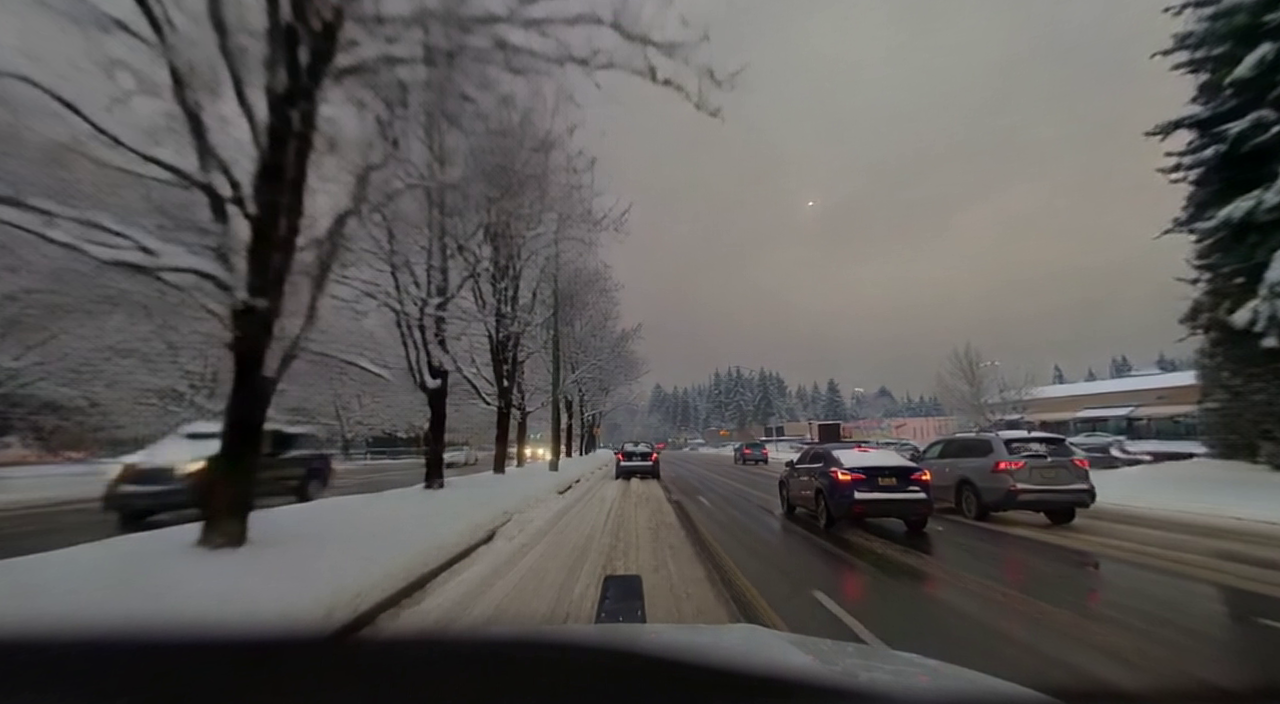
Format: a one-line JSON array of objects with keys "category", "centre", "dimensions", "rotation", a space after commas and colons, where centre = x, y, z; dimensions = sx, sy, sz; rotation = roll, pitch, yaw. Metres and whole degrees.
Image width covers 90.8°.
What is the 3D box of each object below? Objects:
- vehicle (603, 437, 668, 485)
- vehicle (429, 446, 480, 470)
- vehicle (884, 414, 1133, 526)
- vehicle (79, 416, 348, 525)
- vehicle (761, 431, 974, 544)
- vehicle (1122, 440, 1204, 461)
[{"category": "vehicle", "centre": [-0.158, 3.666, 21.447], "dimensions": [1.994, 1.479, 3.647], "rotation": [0, -9, -1]}, {"category": "vehicle", "centre": [-12.117, 6.902, 41.489], "dimensions": [1.931, 1.477, 4.630], "rotation": [0, -9, 0]}, {"category": "vehicle", "centre": [6.929, 2.269, 12.685], "dimensions": [2.134, 1.810, 4.590], "rotation": [0, -9, -1]}, {"category": "vehicle", "centre": [-9.008, 2.564, 14.242], "dimensions": [2.246, 1.943, 5.493], "rotation": [0, -9, 0]}, {"category": "vehicle", "centre": [3.379, 2.091, 10.417], "dimensions": [1.858, 1.466, 4.230], "rotation": [0, -9, -1]}, {"category": "vehicle", "centre": [37.402, 7.076, 45.247], "dimensions": [4.188, 1.438, 1.831], "rotation": [0, -9, -1]}]
